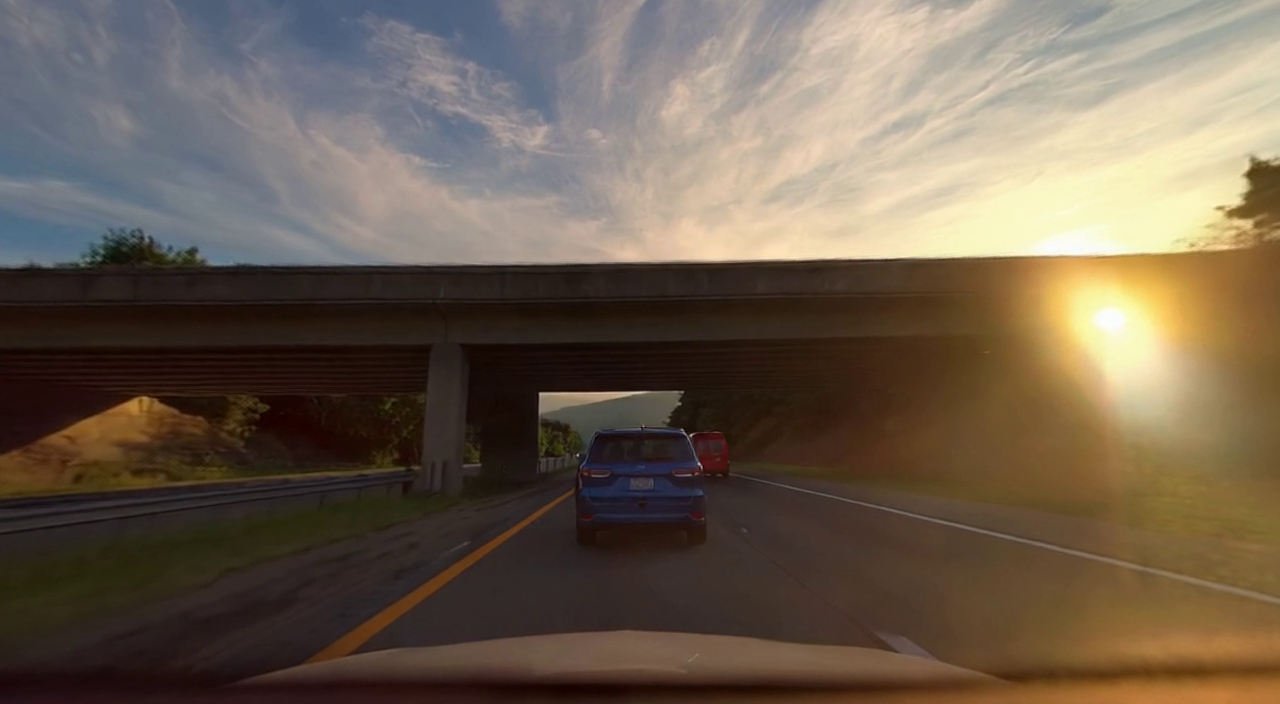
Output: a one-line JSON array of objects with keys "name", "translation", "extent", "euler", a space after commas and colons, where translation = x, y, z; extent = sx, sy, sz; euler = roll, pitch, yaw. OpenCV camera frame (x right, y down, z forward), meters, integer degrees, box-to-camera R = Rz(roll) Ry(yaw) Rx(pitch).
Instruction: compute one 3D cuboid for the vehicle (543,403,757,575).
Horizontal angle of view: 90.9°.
[{"name": "vehicle", "translation": [0.111, 1.783, 8.864], "extent": [2.288, 1.823, 4.059], "euler": [0, -9, 0]}]
